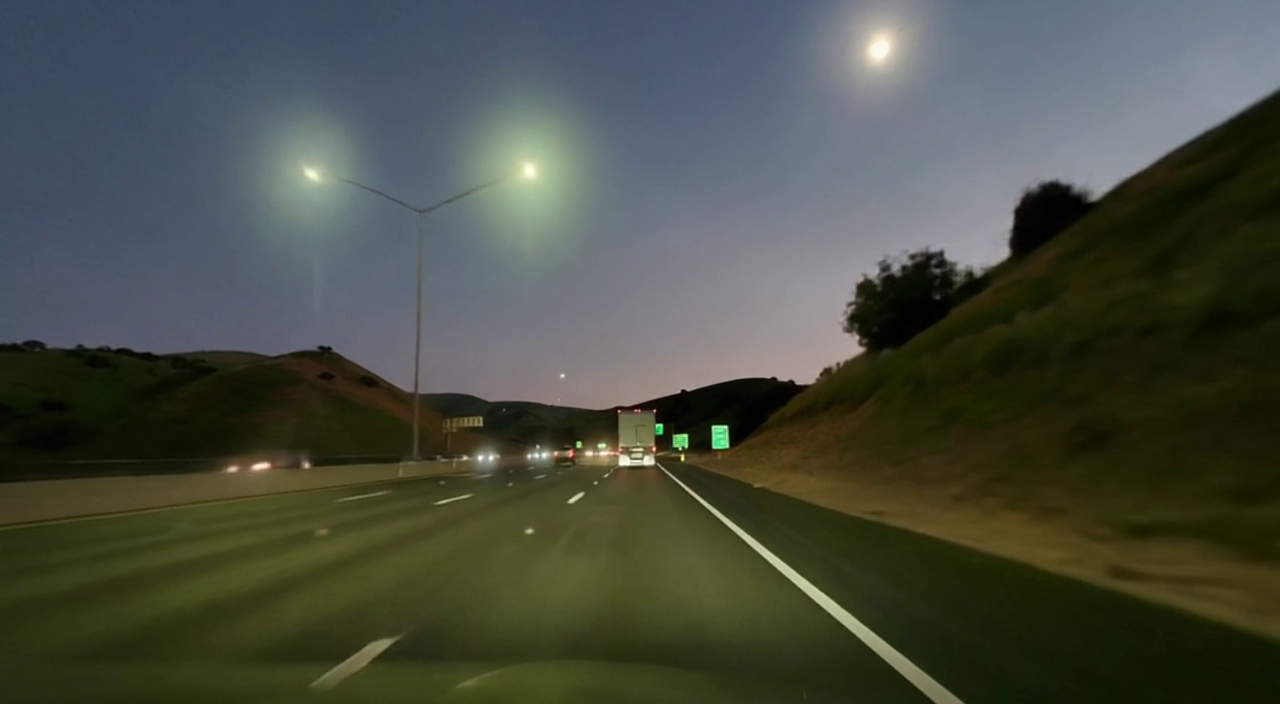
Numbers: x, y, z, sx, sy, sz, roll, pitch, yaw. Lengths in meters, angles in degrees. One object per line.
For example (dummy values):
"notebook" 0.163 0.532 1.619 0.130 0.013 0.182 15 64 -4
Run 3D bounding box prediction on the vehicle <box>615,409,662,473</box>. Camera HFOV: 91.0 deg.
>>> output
"vehicle" -0.013 6.694 47.017 3.039 4.131 11.822 0 -9 1

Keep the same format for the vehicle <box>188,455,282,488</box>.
"vehicle" -21.439 6.325 33.594 1.960 1.545 4.436 0 -9 2
